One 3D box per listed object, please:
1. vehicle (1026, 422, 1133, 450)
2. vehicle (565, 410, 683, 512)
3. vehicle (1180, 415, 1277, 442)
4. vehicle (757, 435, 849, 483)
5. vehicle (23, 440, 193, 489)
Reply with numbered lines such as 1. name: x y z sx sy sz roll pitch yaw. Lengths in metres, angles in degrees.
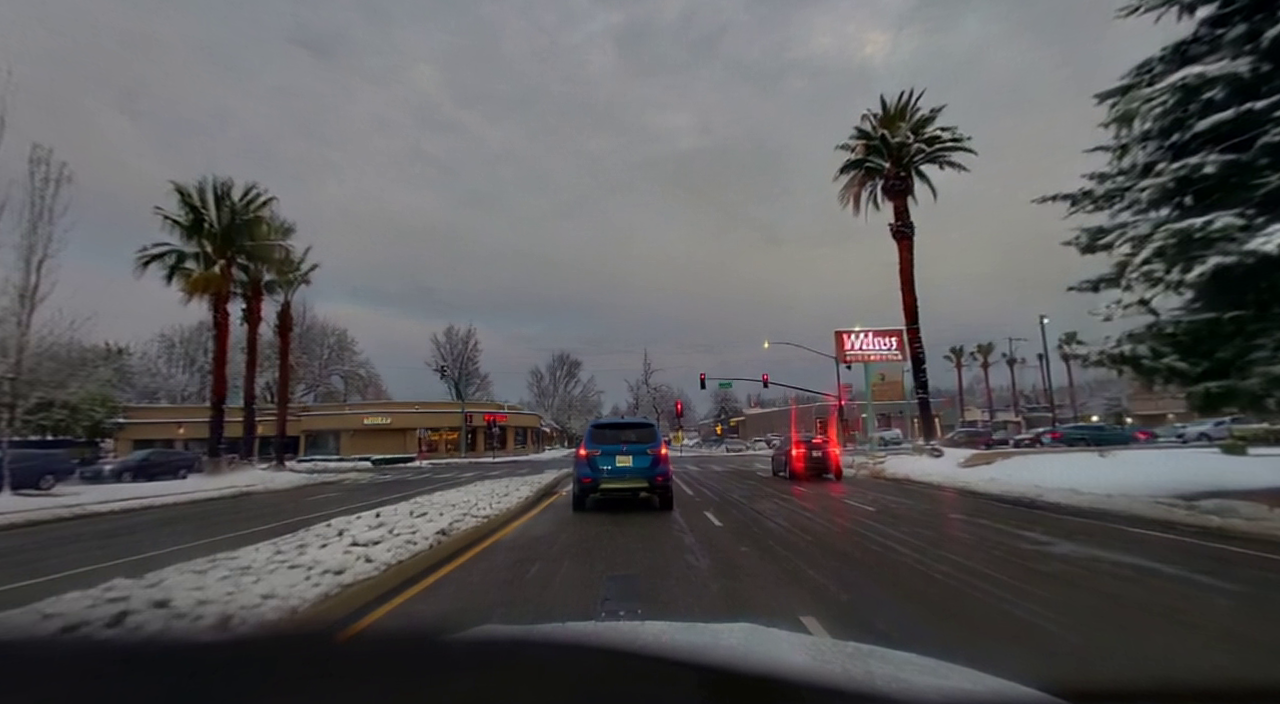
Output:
1. vehicle: 29.189 5.648 42.167 5.390 1.773 2.119 -3 -9 21
2. vehicle: -0.437 2.432 14.506 2.263 1.932 4.709 0 -8 -3
3. vehicle: 44.225 5.837 47.641 4.931 1.912 1.893 -5 -10 32
4. vehicle: 5.803 3.883 23.169 2.086 1.560 4.542 0 -8 -1
5. vehicle: -19.324 4.074 23.101 4.510 1.682 1.902 0 -8 2
